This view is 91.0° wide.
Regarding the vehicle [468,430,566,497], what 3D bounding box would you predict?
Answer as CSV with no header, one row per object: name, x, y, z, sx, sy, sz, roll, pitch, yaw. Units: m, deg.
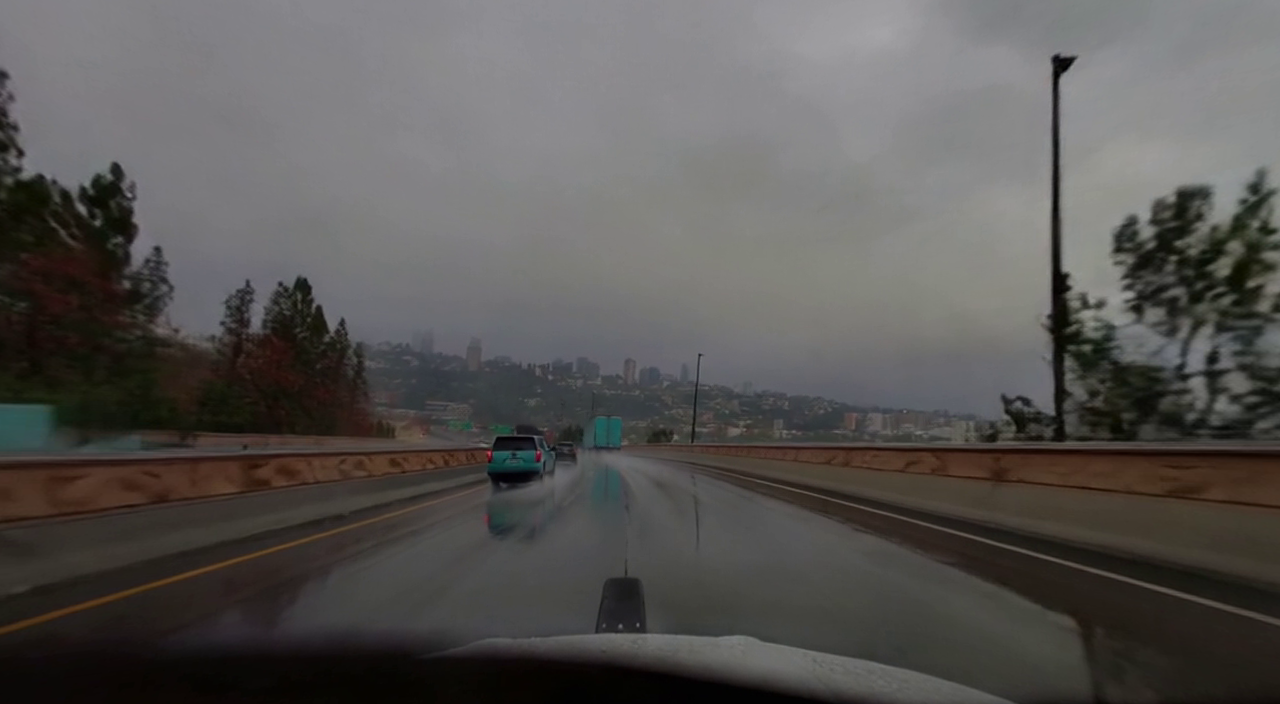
vehicle,-3.481,3.245,18.691,2.041,1.734,4.391,0,-9,0
